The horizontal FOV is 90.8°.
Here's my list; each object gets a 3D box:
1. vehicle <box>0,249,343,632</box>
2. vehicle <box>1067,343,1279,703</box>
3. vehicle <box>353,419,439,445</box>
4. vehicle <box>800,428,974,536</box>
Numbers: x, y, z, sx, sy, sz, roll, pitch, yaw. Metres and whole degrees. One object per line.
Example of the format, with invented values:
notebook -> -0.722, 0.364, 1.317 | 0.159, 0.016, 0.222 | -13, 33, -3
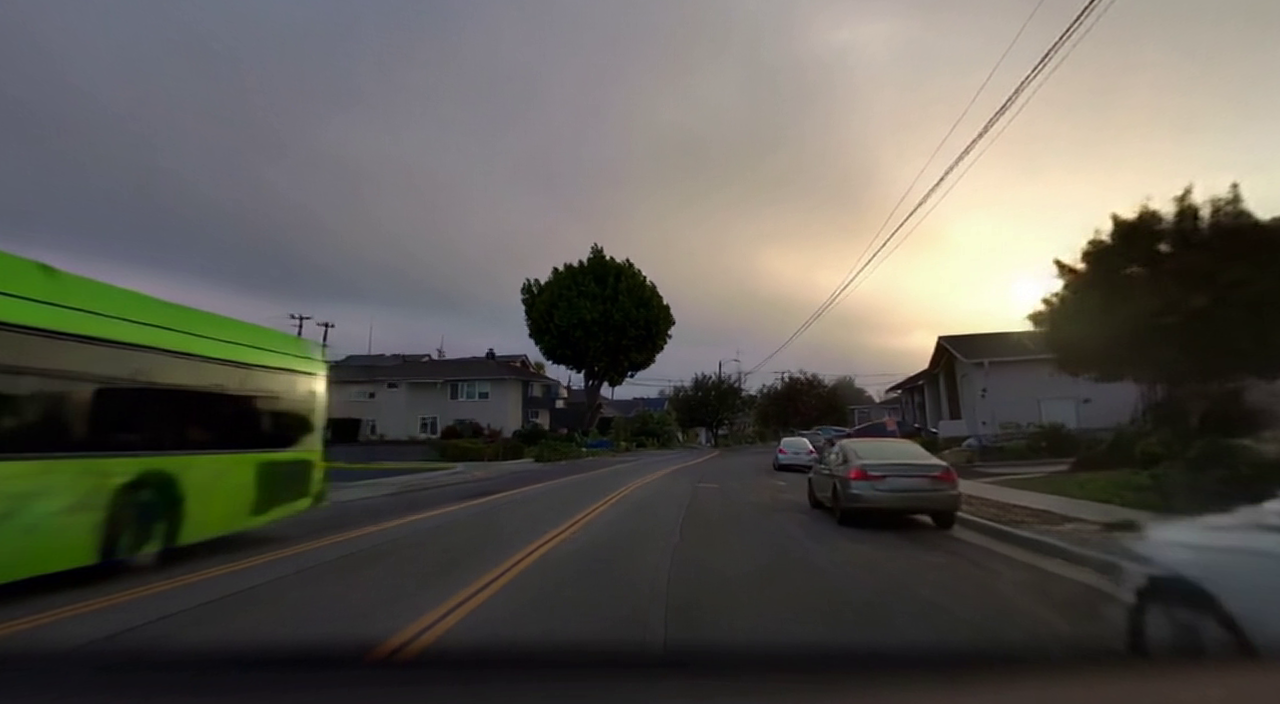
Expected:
vehicle -> -7.213, 0.580, 4.205 | 3.577, 3.168, 13.108 | -1, -9, 3
vehicle -> 3.080, 0.633, 1.123 | 1.984, 1.601, 3.994 | -1, -8, 4
vehicle -> -14.644, 4.835, 38.048 | 4.407, 1.478, 1.973 | -2, -9, 11
vehicle -> 3.820, 2.037, 10.470 | 1.665, 1.425, 3.727 | -1, -8, 5
